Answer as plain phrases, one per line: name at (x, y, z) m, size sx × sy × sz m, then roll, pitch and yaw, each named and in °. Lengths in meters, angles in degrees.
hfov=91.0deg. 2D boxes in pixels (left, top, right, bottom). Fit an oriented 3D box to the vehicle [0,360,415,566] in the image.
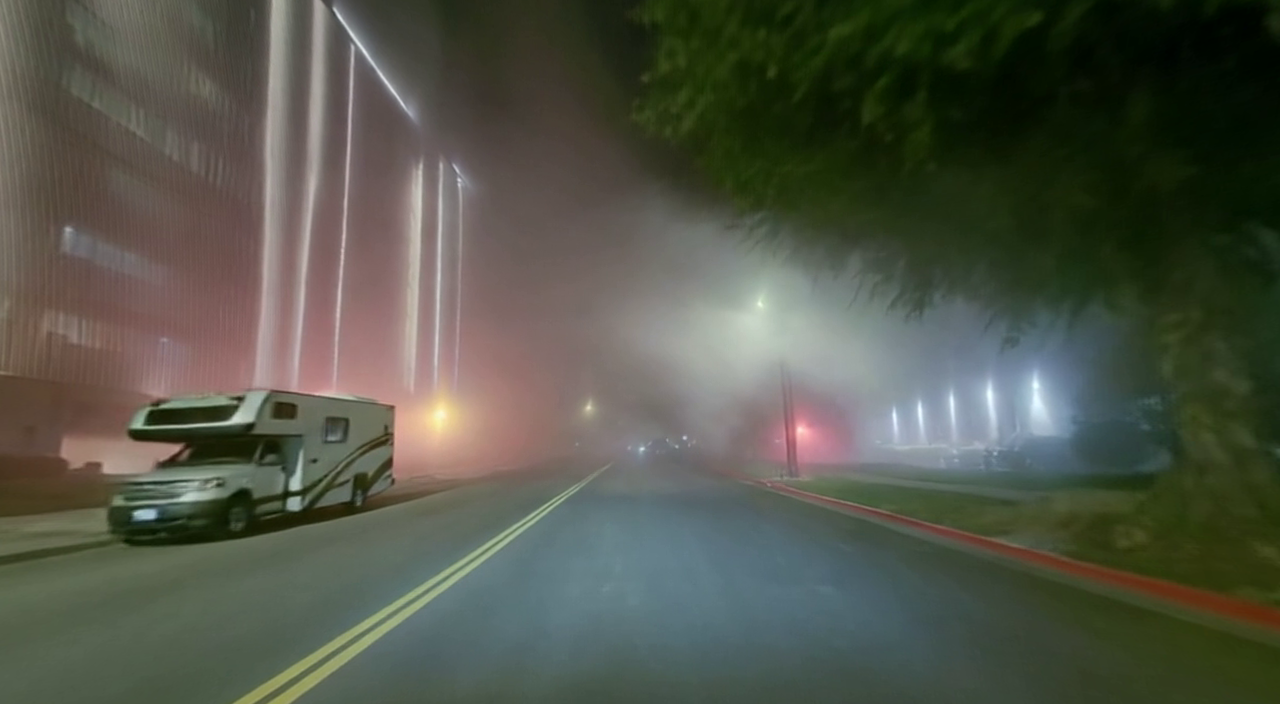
vehicle at (-7.407, 2.019, 12.610) m, size 3.108 × 2.771 × 7.999 m, roll 0°, pitch -7°, yaw -2°
